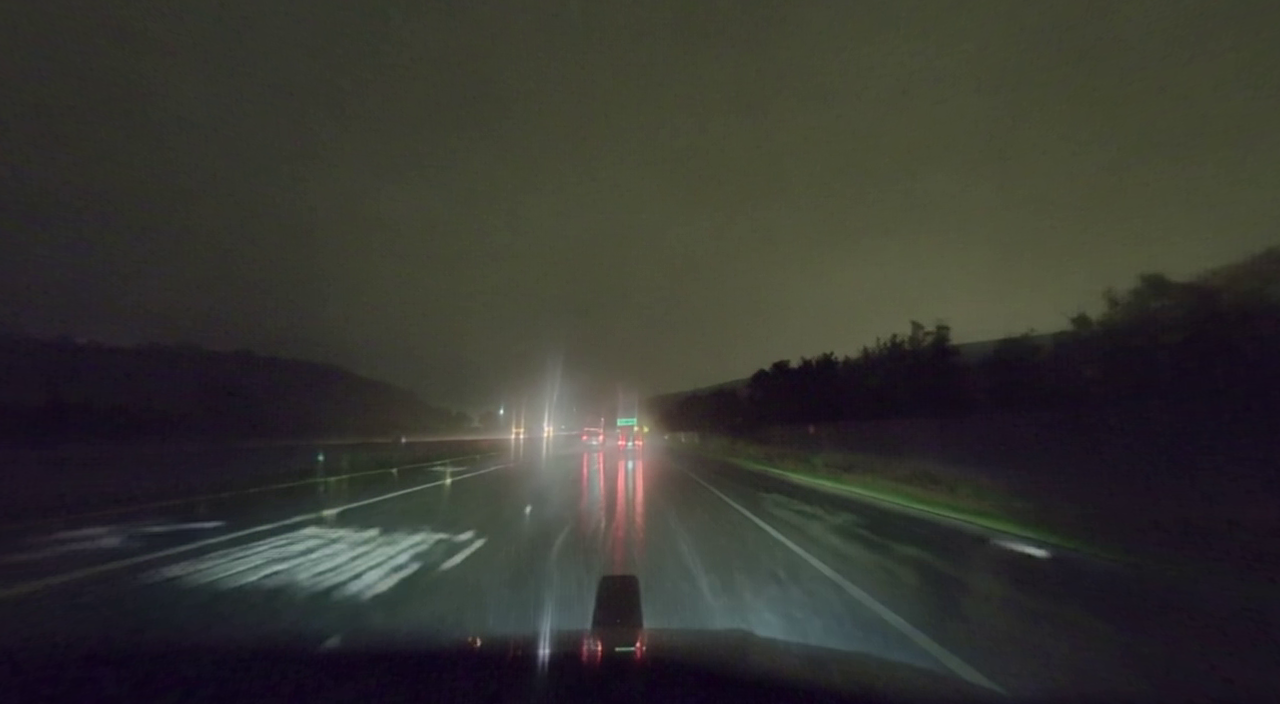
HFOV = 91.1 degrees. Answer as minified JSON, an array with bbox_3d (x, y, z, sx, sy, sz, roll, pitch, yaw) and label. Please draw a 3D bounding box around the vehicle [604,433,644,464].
[{"bbox_3d":[-0.854,4.989,32.791,1.948,1.470,3.913,0,-8,-2],"label":"vehicle"}]
